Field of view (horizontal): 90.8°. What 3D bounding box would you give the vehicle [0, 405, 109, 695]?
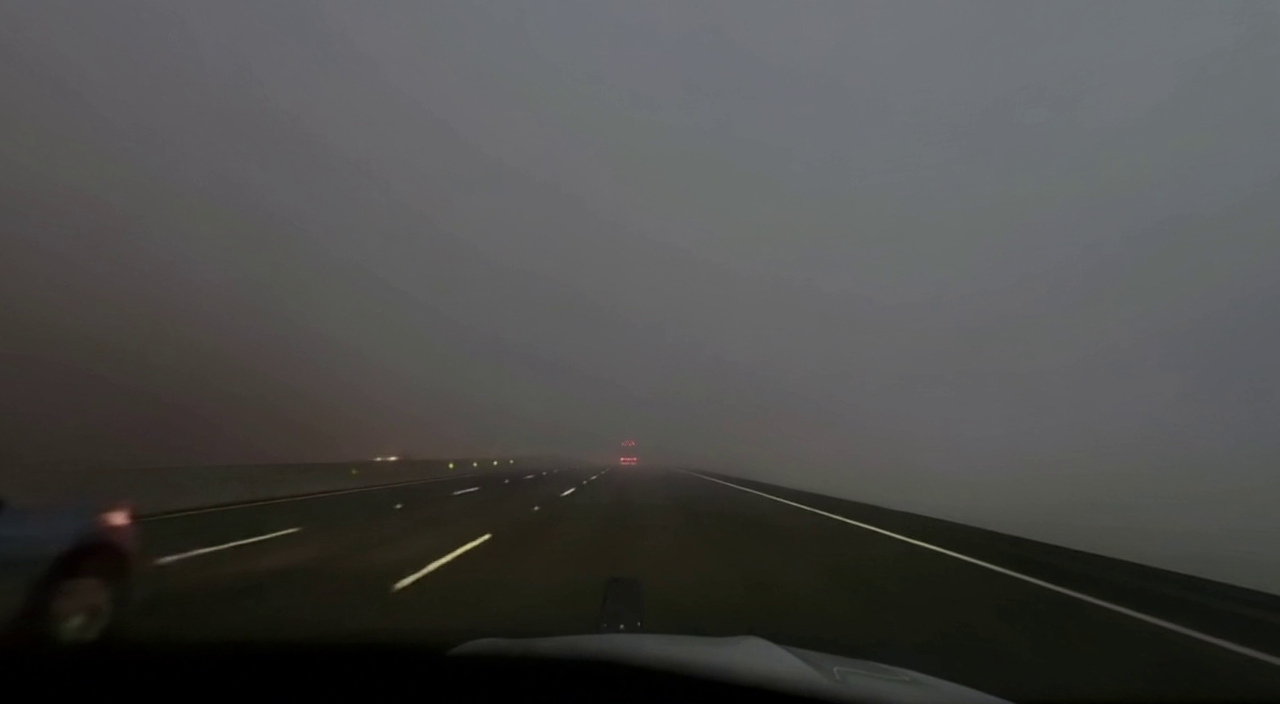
[{"bbox_3d":[-4.565,0.806,1.588,2.108,1.573,5.000,0,-9,0],"label":"vehicle"}]
